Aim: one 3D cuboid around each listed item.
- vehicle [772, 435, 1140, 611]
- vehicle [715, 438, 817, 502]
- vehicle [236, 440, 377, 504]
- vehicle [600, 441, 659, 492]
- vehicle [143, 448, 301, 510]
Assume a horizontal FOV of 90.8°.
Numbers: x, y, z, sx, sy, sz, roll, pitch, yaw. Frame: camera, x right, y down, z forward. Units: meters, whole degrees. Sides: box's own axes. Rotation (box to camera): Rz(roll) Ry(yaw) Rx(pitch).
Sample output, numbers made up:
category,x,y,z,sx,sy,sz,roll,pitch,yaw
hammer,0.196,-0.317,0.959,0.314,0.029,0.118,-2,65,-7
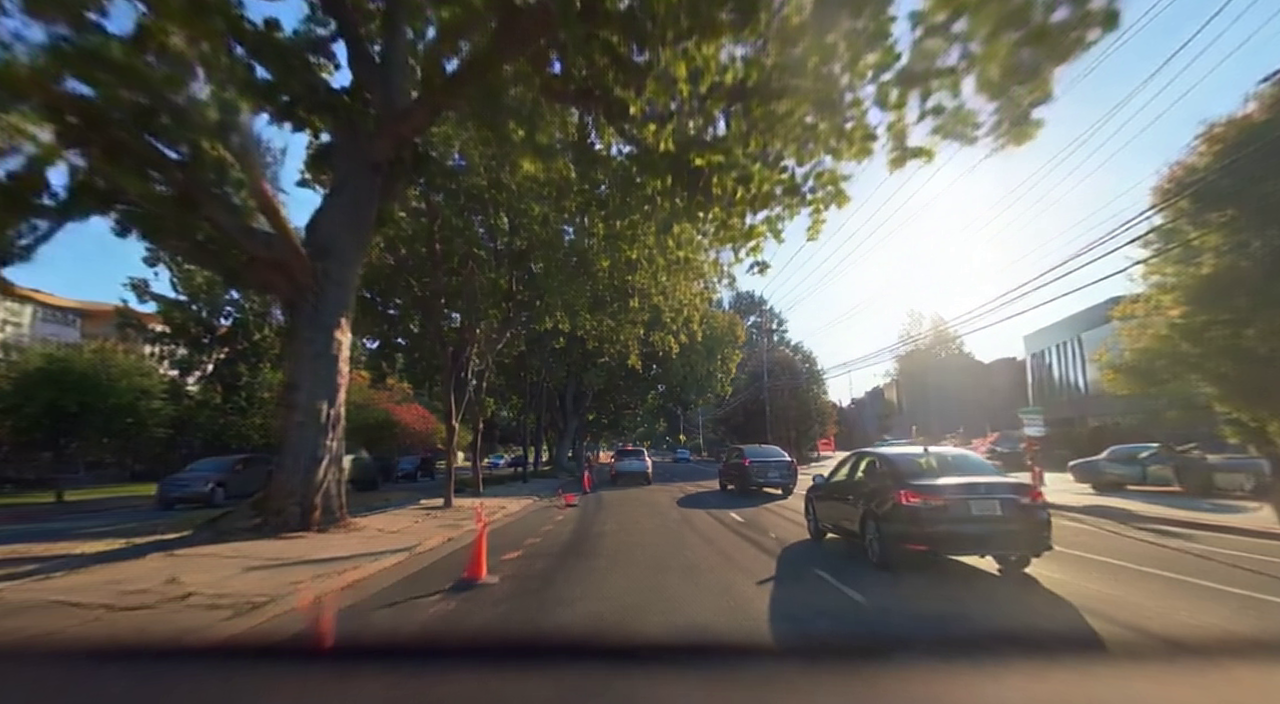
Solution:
category,x,y,z,sx,sy,sz,roll,pitch,yaw
vehicle,3.215,1.803,7.762,1.977,1.460,4.565,0,-8,-3
vehicle,3.780,3.609,19.841,2.116,1.726,4.672,0,-8,-1
vehicle,-12.480,4.478,24.276,2.223,2.091,6.044,0,-8,-1
vehicle,-0.375,4.253,23.888,2.050,1.745,3.915,-1,-8,0
vehicle,-16.082,4.849,24.851,2.258,2.072,5.695,-1,-8,0
